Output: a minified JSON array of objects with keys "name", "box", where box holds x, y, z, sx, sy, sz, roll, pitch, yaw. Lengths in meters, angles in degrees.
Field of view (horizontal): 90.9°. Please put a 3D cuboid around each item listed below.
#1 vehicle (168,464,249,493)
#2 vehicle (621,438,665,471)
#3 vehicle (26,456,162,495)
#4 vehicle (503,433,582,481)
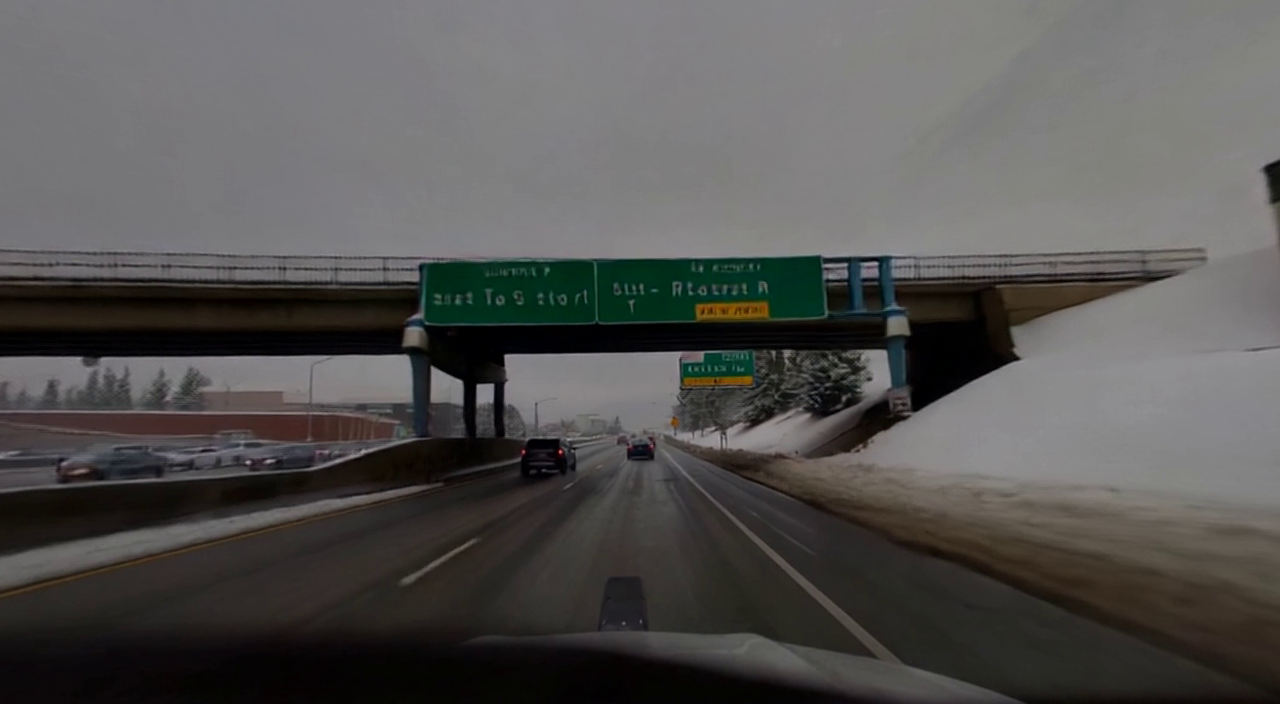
[{"name":"vehicle","box":[-27.955,8.174,41.109,1.844,1.564,4.787,0,-8,1]},{"name":"vehicle","box":[0.135,4.728,29.287,1.877,1.386,3.872,0,-8,0]},{"name":"vehicle","box":[-31.733,7.129,36.995,2.533,1.951,5.987,0,-8,1]},{"name":"vehicle","box":[-3.463,3.817,23.187,2.064,1.589,4.213,-1,-8,2]}]
